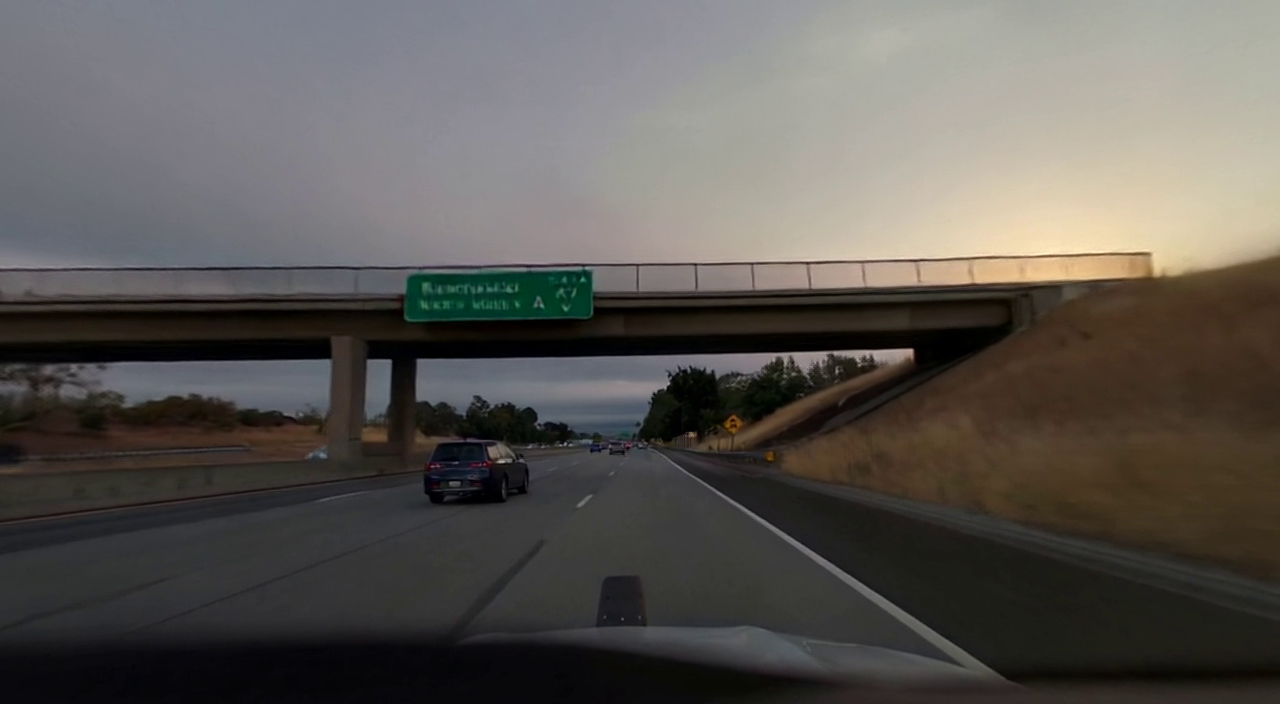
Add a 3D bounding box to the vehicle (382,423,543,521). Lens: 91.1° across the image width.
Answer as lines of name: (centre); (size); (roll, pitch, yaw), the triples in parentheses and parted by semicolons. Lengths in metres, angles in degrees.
vehicle: (-3.470, 2.442, 13.282); (2.048, 1.705, 4.384); (0, -8, 1)
